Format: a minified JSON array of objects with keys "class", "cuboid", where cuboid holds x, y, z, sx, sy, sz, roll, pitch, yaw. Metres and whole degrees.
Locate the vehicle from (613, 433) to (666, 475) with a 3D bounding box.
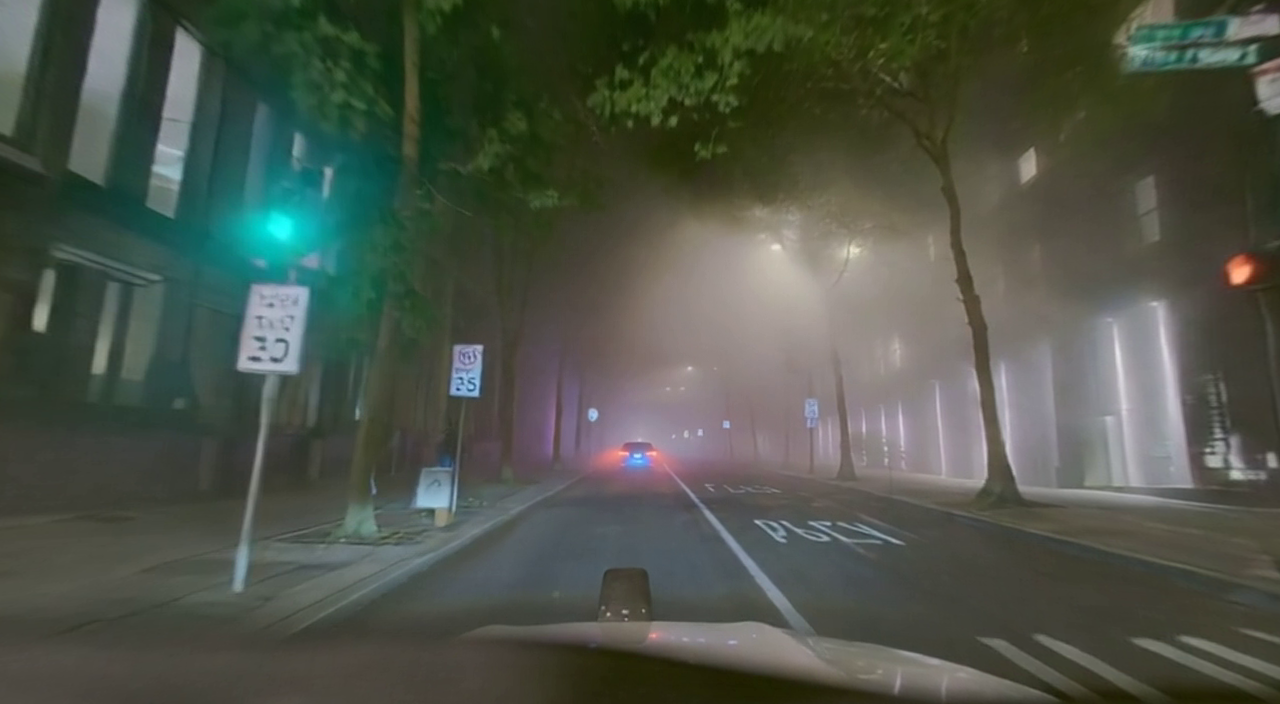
[{"class":"vehicle","cuboid":[-0.058,4.253,26.511,2.079,1.621,3.861,0,-8,-1]}]
